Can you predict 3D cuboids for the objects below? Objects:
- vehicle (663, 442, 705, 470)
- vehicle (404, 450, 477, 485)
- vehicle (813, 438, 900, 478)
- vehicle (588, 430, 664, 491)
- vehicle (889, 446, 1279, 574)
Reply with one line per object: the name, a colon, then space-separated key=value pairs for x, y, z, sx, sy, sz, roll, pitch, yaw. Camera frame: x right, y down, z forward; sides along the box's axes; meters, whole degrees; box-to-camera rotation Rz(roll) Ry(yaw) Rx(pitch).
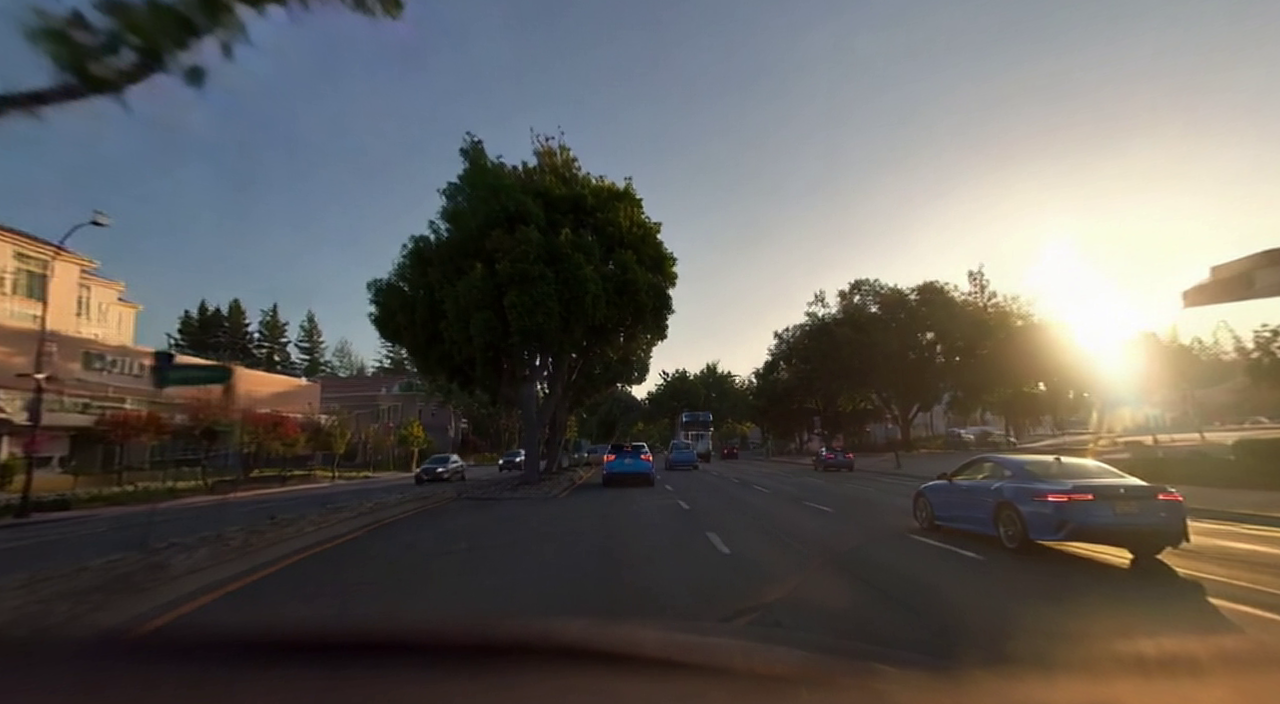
vehicle: x=2.500 y=6.025 z=36.743 sx=2.078 sy=1.471 sz=4.142 roll=-1 pitch=-9 yaw=-1
vehicle: x=-9.536 y=5.534 z=30.577 sx=1.989 sy=1.542 sz=4.435 roll=-1 pitch=-9 yaw=1
vehicle: x=8.954 y=4.418 z=26.538 sx=2.045 sy=1.484 sz=4.342 roll=-1 pitch=-9 yaw=-1
vehicle: x=-0.475 y=3.567 z=20.991 sx=2.266 sy=1.762 sz=4.131 roll=-1 pitch=-9 yaw=-1
vehicle: x=5.555 y=1.987 z=8.825 sx=2.258 sy=1.294 sz=4.312 roll=0 pitch=-9 yaw=-2
